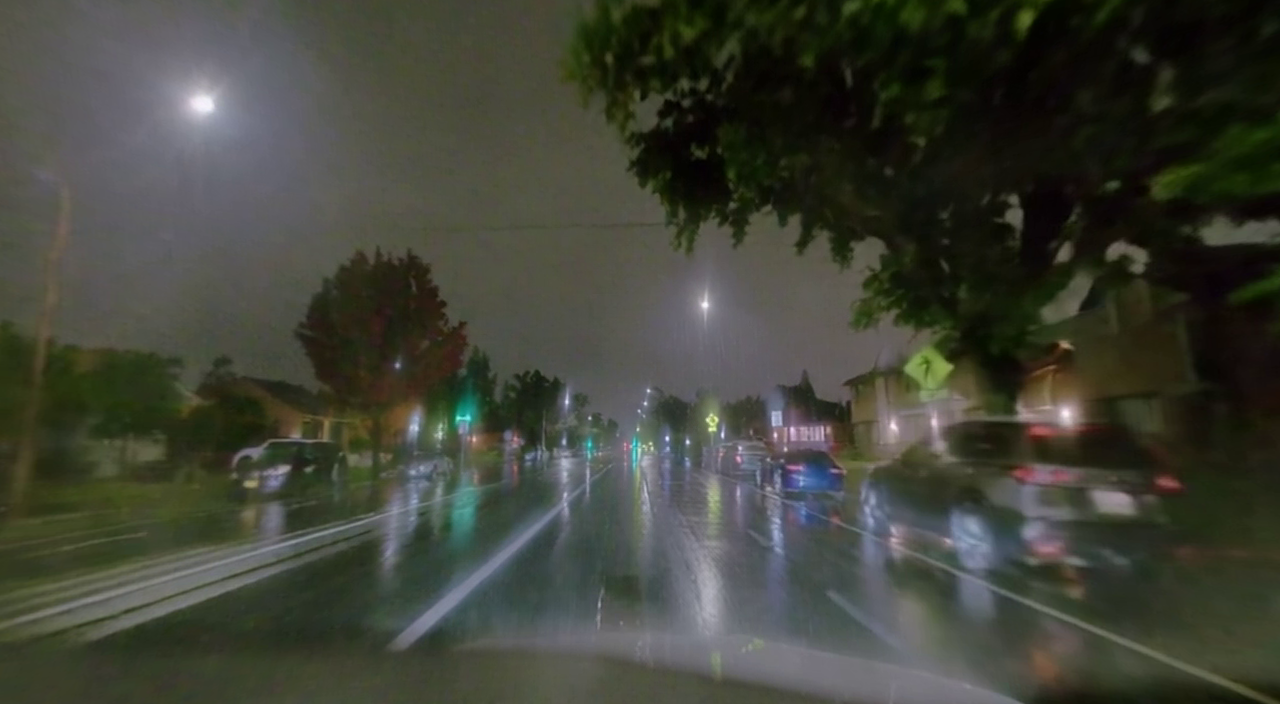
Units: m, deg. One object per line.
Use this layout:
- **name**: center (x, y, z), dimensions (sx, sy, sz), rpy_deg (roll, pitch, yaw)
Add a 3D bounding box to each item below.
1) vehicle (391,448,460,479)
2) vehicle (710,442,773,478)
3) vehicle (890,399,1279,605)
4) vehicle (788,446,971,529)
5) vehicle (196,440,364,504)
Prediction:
- **vehicle**: center (-11.071, 5.775, 32.976), dimensions (1.949, 1.457, 4.581), rpy_deg (0, -8, 0)
- **vehicle**: center (4.507, 4.857, 28.761), dimensions (2.196, 1.472, 4.426), rpy_deg (0, -8, 0)
- **vehicle**: center (5.076, 1.686, 7.942), dimensions (2.087, 1.869, 4.159), rpy_deg (0, -8, -1)
- **vehicle**: center (4.615, 2.642, 12.976), dimensions (2.049, 1.385, 4.209), rpy_deg (0, -8, -1)
- **vehicle**: center (-11.392, 3.789, 20.566), dimensions (2.459, 1.804, 4.877), rpy_deg (0, -8, 2)
